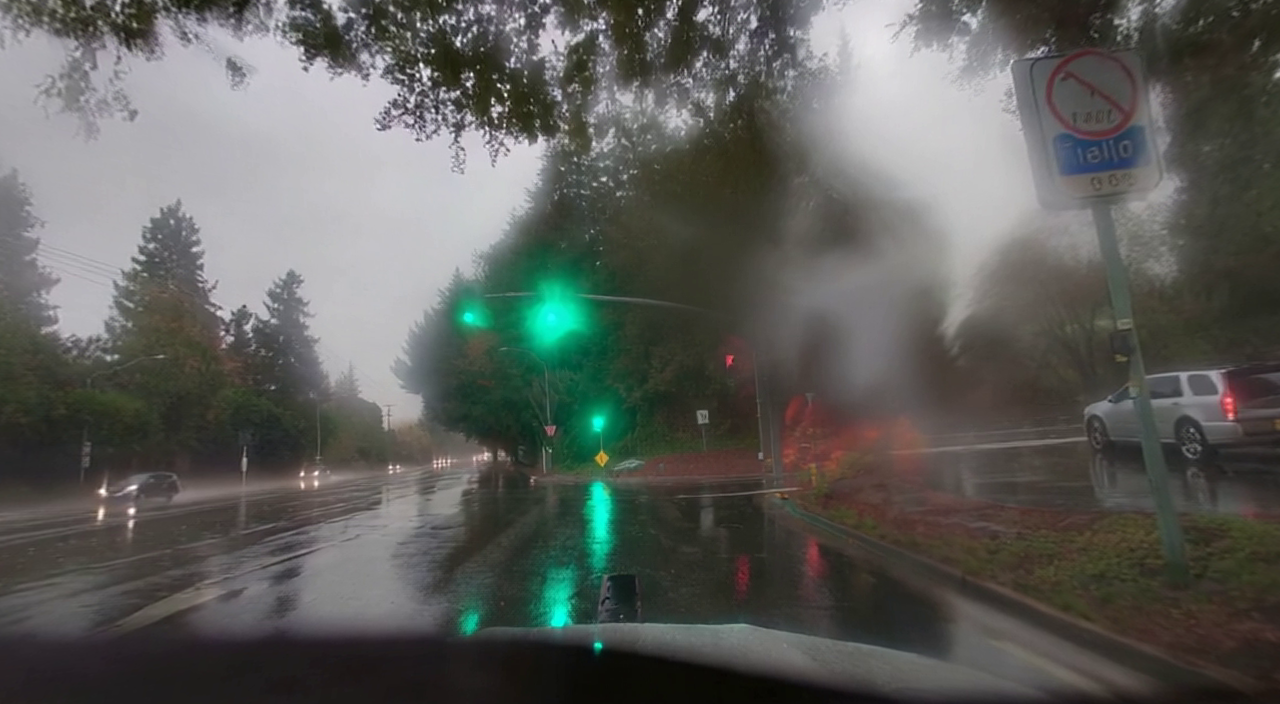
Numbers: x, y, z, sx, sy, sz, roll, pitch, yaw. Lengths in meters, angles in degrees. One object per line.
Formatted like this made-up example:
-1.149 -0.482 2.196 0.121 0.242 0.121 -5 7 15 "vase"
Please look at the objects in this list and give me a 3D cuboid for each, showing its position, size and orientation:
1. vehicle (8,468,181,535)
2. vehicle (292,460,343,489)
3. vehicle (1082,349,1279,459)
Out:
-17.021 4.623 20.089 2.078 1.486 4.629 -4 -8 -11 "vehicle"
-21.082 7.991 41.474 1.986 1.492 4.332 -3 -8 -13 "vehicle"
10.646 1.084 11.784 1.855 1.669 4.529 -2 -9 6 "vehicle"
